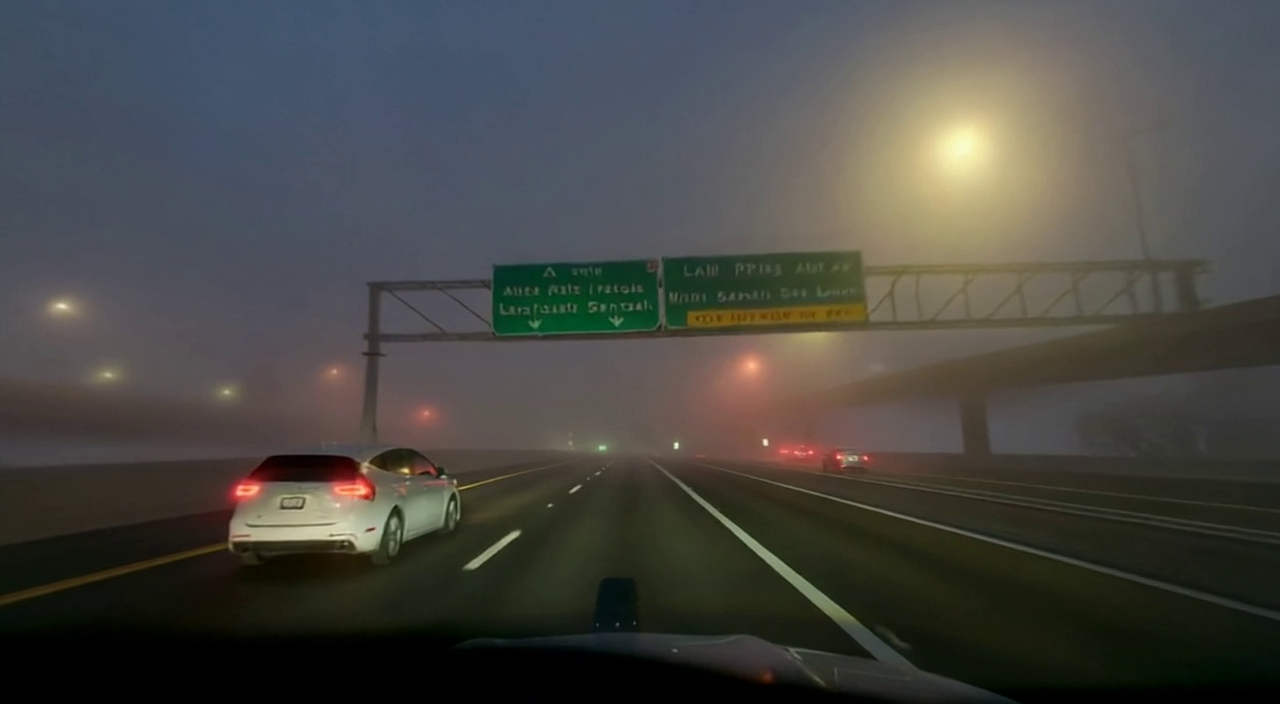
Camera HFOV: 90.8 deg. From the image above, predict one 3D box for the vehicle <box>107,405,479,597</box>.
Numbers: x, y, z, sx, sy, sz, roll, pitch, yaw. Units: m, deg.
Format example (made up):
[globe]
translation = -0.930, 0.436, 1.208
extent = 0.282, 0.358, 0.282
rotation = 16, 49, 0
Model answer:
[vehicle]
translation = -3.647, 1.646, 7.862
extent = 2.178, 1.699, 4.321
rotation = 0, -8, -1
